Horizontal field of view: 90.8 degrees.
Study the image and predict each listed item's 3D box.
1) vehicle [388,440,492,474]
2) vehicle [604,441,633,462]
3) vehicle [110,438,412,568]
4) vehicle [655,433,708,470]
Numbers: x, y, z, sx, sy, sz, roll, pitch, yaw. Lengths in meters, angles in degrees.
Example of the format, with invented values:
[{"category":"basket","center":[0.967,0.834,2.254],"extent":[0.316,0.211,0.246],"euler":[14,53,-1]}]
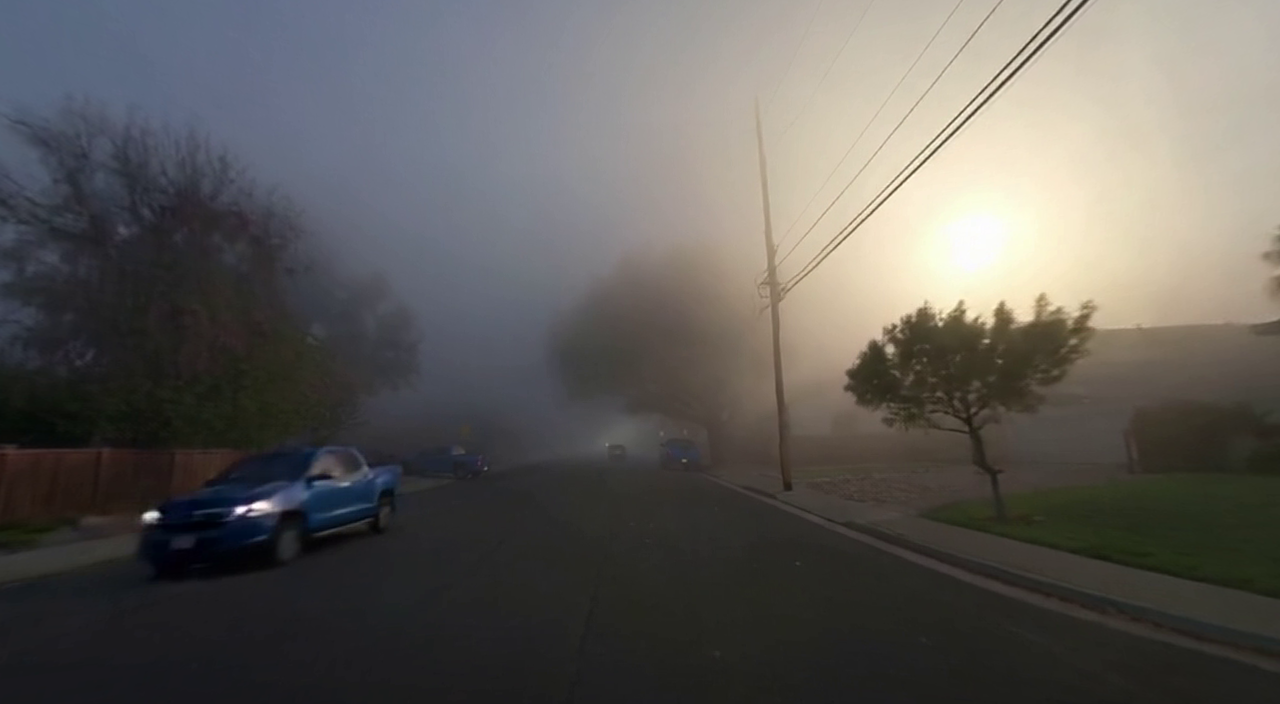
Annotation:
[{"category":"vehicle","center":[-10.777,5.676,34.304],"extent":[4.947,1.769,2.023],"euler":[0,-8,0]},{"category":"vehicle","center":[-1.595,7.456,47.398],"extent":[2.064,1.477,3.968],"euler":[0,-8,-1]},{"category":"vehicle","center":[-5.263,2.101,9.641],"extent":[1.926,1.513,4.236],"euler":[0,-8,1]},{"category":"vehicle","center":[2.224,5.579,35.557],"extent":[2.394,1.901,5.759],"euler":[0,-8,-2]}]
